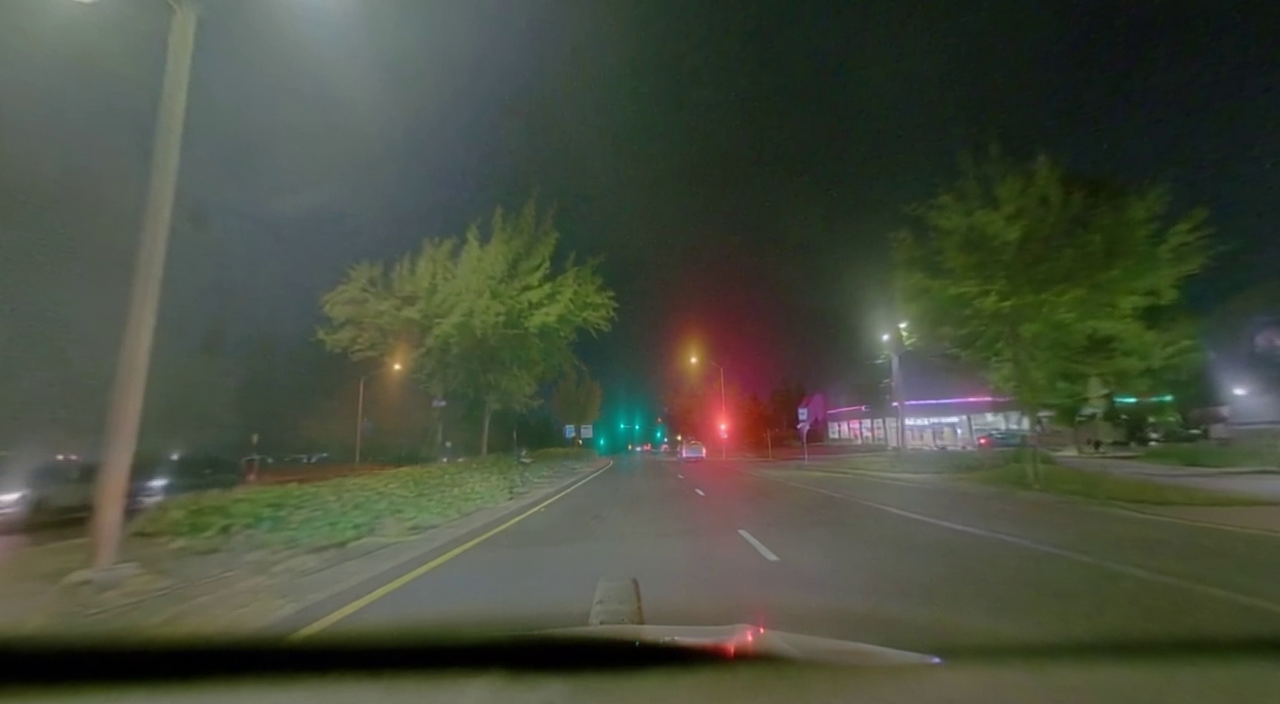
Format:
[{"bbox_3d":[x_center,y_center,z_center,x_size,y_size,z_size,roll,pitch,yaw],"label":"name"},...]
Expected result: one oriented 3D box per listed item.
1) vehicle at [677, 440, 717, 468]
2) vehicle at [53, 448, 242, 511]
[{"bbox_3d":[3.414,6.184,38.412,1.961,1.580,4.020,0,-8,-2],"label":"vehicle"},{"bbox_3d":[-14.092,3.631,18.545,1.962,1.574,4.612,0,-8,-2],"label":"vehicle"}]
